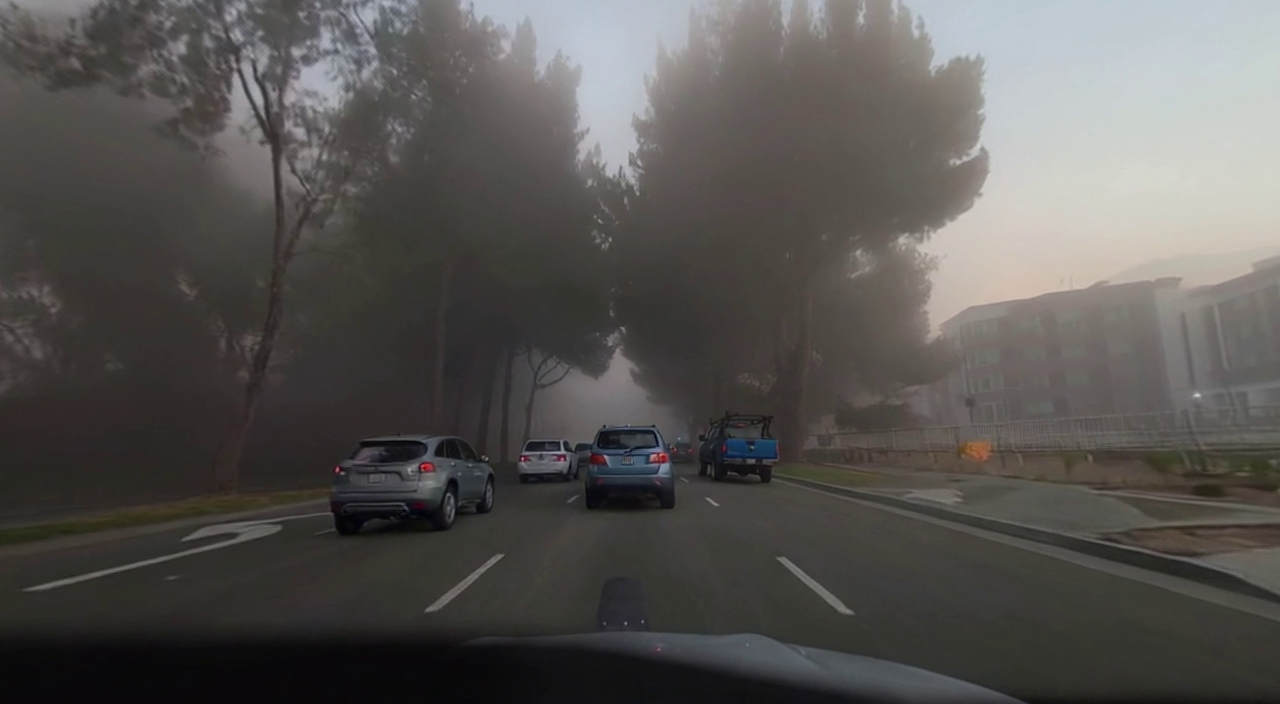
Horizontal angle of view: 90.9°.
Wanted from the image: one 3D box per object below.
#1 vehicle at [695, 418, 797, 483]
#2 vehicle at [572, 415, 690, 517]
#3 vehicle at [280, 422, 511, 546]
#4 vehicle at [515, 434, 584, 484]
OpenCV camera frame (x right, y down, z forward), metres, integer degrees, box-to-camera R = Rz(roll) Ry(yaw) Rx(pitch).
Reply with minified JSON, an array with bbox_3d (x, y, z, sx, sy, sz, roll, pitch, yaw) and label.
[{"bbox_3d":[3.665,3.613,23.261,2.655,2.054,6.098,0,-8,0],"label":"vehicle"},{"bbox_3d":[-0.132,2.297,13.117,2.075,1.770,4.018,0,-8,1],"label":"vehicle"},{"bbox_3d":[-3.735,2.095,10.746,1.959,1.614,4.676,0,-8,1],"label":"vehicle"},{"bbox_3d":[-3.216,3.882,23.169,1.894,1.642,3.861,0,-8,1],"label":"vehicle"}]
